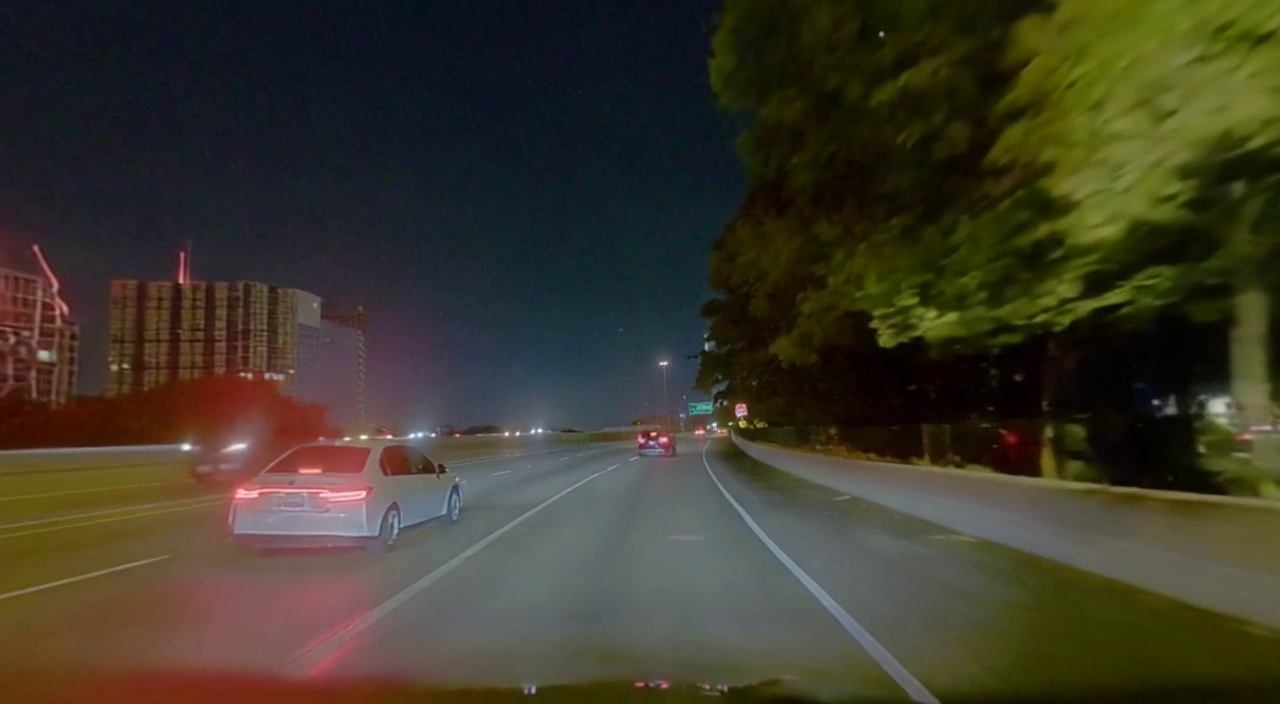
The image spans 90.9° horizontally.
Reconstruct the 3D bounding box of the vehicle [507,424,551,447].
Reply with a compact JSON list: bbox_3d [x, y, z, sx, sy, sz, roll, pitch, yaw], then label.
[{"bbox_3d":[-8.037,6.153,46.023,1.982,1.586,4.452,-1,-8,7],"label":"vehicle"}]

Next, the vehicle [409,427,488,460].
[{"bbox_3d":[-9.237,4.473,30.826,2.020,1.470,4.639,-1,-8,6],"label":"vehicle"}]

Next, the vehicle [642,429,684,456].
[{"bbox_3d":[1.405,5.339,37.073,2.035,1.460,4.497,-2,-8,7],"label":"vehicle"}]

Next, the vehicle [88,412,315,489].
[{"bbox_3d":[-10.203,2.360,15.265,1.943,1.536,4.656,-1,-8,3],"label":"vehicle"}]

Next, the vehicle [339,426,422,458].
[{"bbox_3d":[-13.128,4.616,32.239,1.930,1.480,4.663,-1,-8,5],"label":"vehicle"}]
